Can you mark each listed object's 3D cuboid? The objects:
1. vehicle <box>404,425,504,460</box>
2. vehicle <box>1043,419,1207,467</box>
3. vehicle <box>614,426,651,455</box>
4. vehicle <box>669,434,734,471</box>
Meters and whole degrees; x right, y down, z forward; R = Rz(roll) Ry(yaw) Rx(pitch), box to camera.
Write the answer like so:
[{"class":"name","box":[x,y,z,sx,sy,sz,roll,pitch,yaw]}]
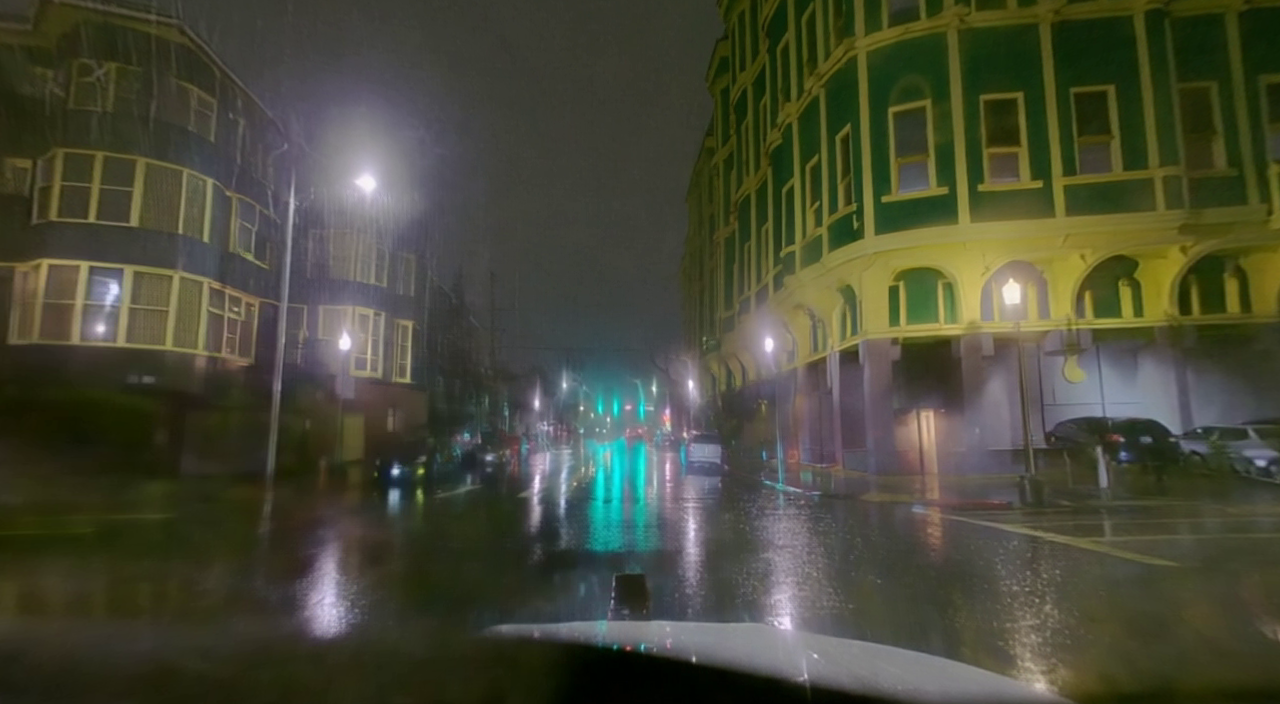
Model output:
[{"class":"vehicle","box":[-11.443,5.589,38.872,5.540,1.950,2.113,4,-12,-28]},{"class":"vehicle","box":[15.370,2.915,20.144,3.752,1.453,1.709,0,-9,2]},{"class":"vehicle","box":[-0.476,6.110,43.286,2.412,1.834,4.636,0,-8,0]},{"class":"vehicle","box":[2.507,4.297,27.051,2.290,1.456,4.503,0,-8,-1]}]
